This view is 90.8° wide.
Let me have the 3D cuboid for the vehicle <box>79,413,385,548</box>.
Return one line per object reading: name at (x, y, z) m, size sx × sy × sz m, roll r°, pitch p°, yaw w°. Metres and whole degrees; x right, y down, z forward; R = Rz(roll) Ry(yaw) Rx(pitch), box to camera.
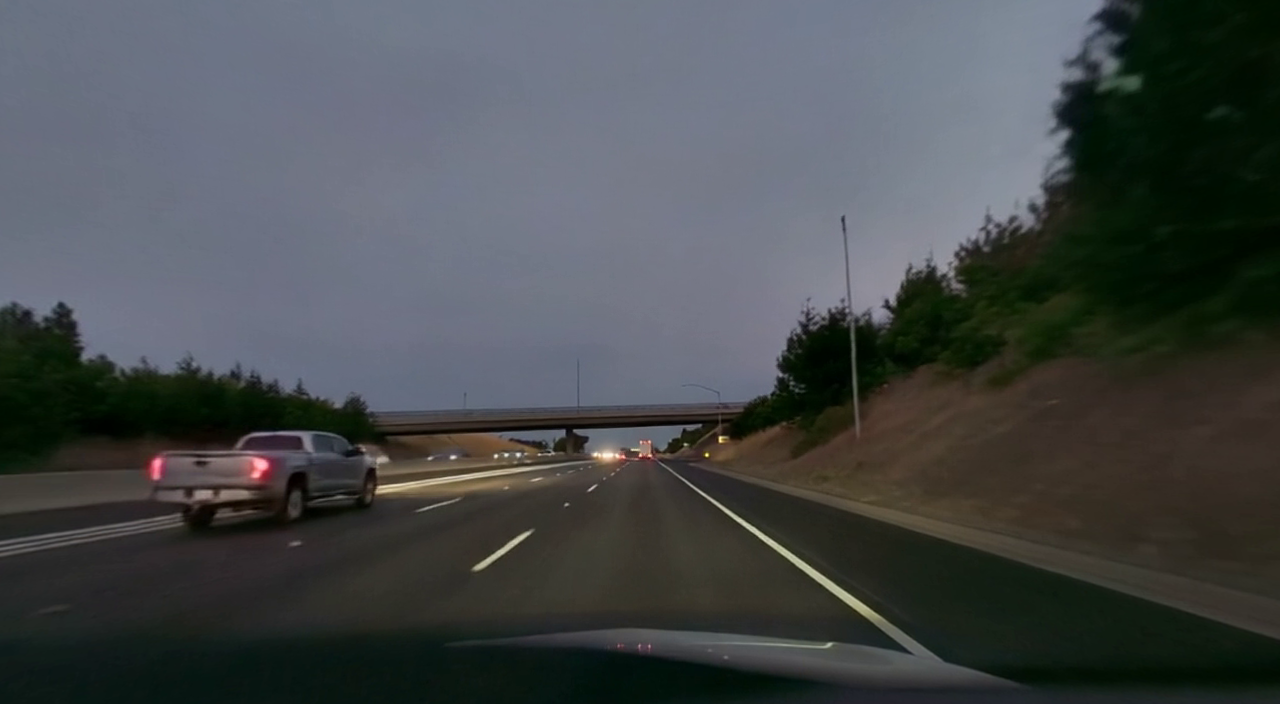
vehicle at (-7.020, 2.280, 11.862) m, size 2.232 × 1.947 × 5.180 m, roll 0°, pitch -9°, yaw 0°
